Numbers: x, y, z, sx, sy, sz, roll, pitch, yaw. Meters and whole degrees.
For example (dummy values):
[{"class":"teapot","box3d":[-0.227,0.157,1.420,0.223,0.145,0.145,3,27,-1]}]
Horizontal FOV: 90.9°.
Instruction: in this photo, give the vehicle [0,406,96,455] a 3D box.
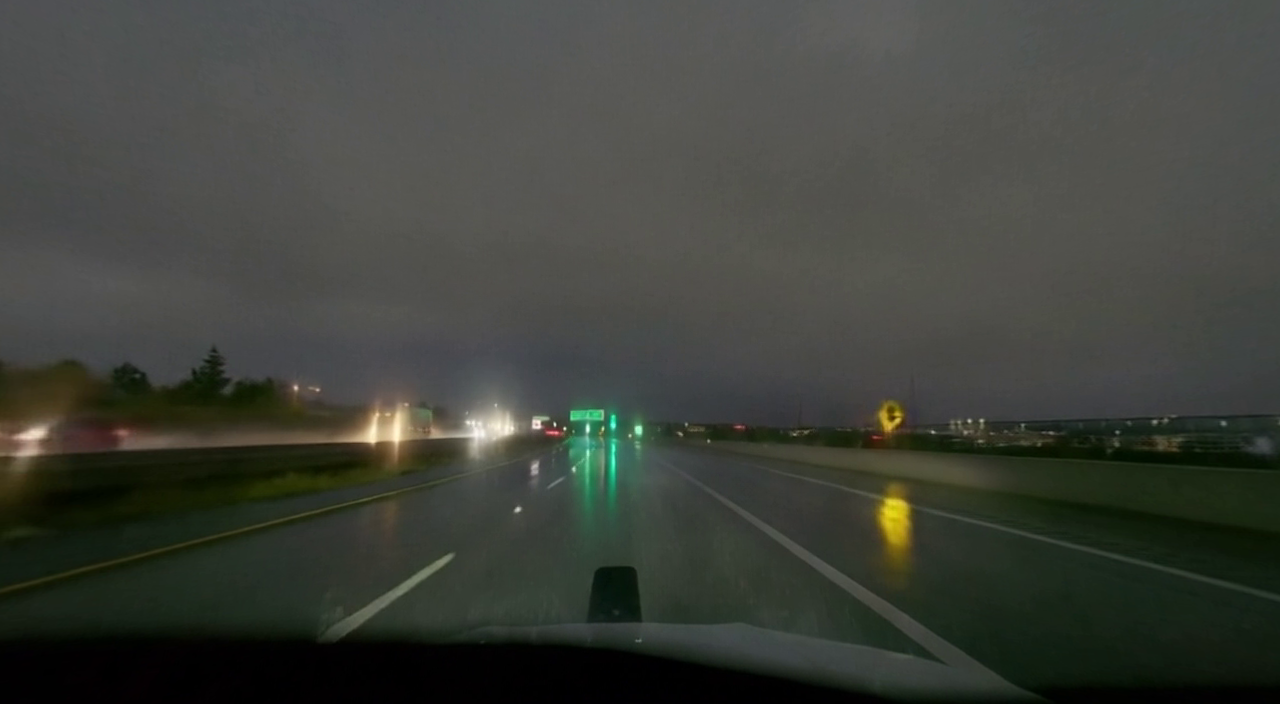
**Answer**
[{"class":"vehicle","box3d":[-20.691,2.570,20.570,1.916,1.493,4.550,0,-8,-3]}]
